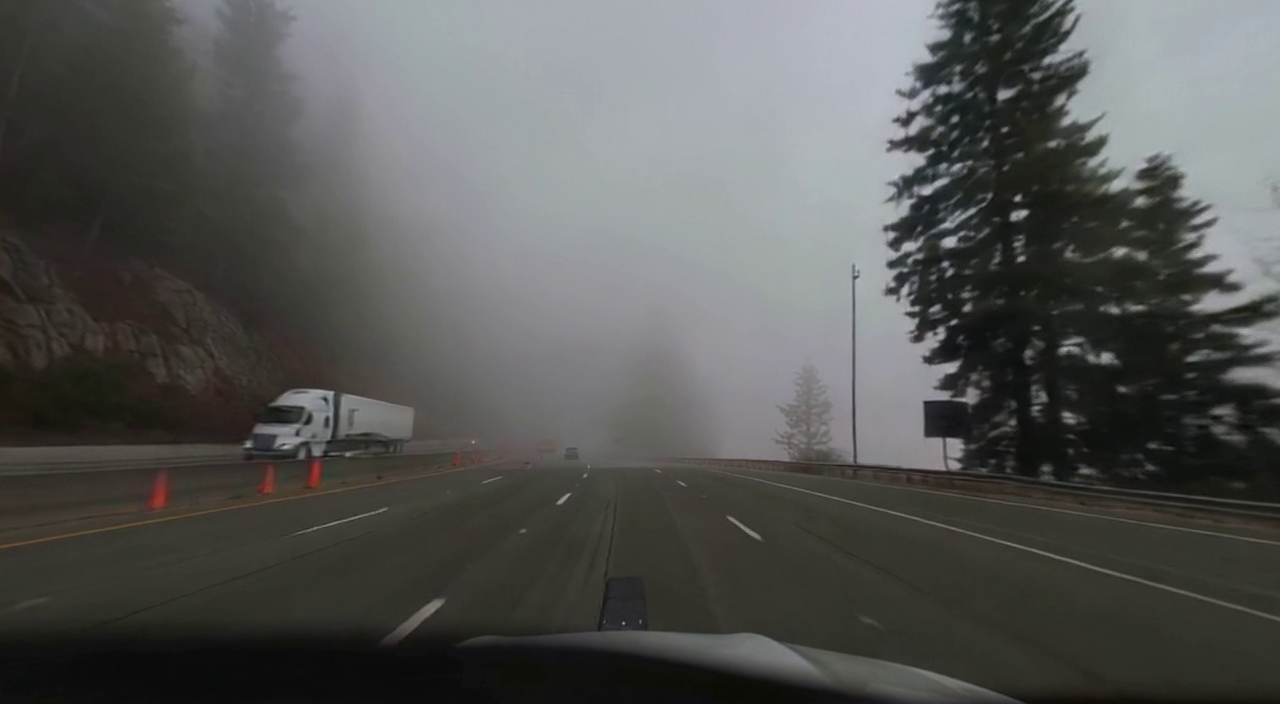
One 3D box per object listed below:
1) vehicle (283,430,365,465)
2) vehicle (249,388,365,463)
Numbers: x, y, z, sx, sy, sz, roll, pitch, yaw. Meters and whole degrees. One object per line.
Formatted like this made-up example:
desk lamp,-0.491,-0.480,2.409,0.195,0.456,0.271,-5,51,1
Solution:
vehicle,-16.934,5.164,34.095,2.108,1.766,4.764,0,-9,-3
vehicle,-20.559,4.739,39.691,3.015,4.224,8.233,0,-9,-3
